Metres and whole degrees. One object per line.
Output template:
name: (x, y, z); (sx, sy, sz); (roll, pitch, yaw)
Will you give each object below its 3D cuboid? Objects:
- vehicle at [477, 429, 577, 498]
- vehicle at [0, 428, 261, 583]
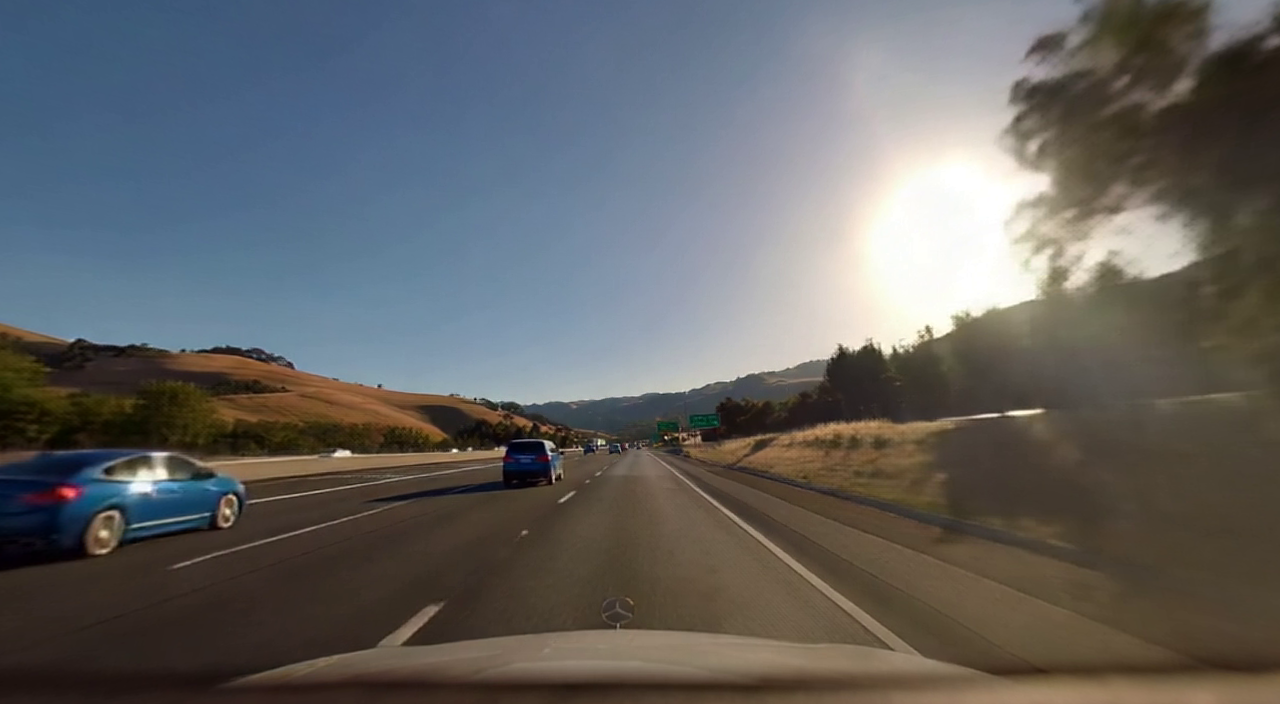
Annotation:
vehicle: (-3.182, 3.256, 18.846); (2.029, 1.753, 4.718); (0, -8, 1)
vehicle: (-7.273, 1.803, 8.166); (1.930, 1.508, 4.567); (0, -8, 0)
